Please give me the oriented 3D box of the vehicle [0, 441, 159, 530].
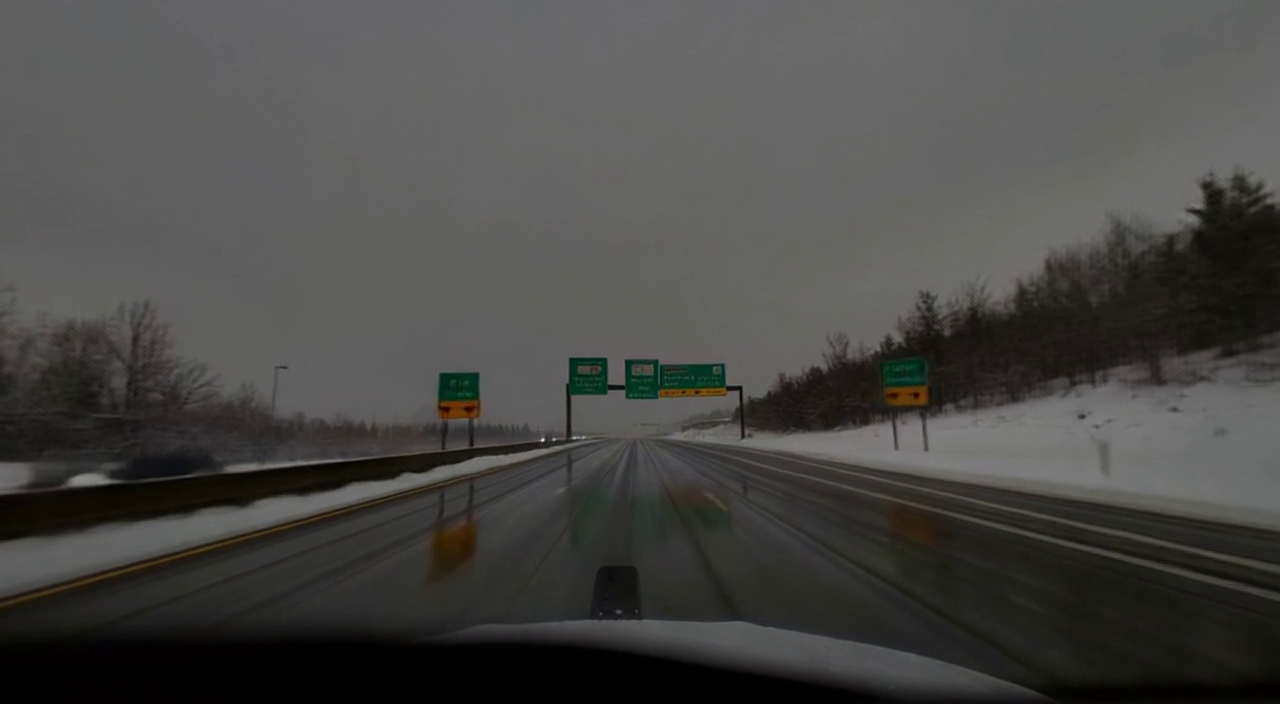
[{"bbox_3d":[-11.954,2.515,12.299,1.884,1.503,4.042,0,-8,-1],"label":"vehicle"}]
